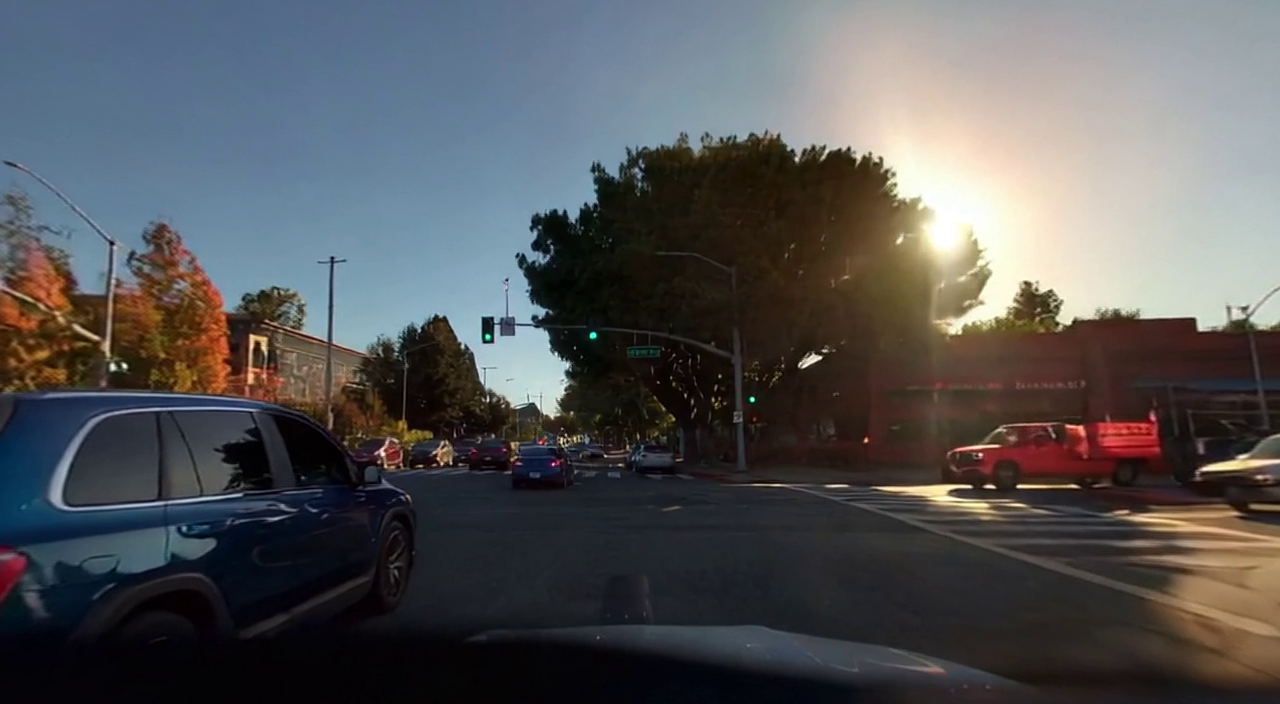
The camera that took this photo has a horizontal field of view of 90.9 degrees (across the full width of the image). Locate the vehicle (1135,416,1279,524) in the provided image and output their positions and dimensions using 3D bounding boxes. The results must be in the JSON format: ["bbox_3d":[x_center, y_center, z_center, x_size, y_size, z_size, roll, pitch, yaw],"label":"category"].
[{"bbox_3d":[11.710,1.977,10.871,4.431,1.663,2.148,0,-8,1],"label":"vehicle"}]

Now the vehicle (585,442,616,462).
[{"bbox_3d":[-3.025,7.761,48.994,2.013,1.474,4.393,0,-8,1],"label":"vehicle"}]

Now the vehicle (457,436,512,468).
[{"bbox_3d":[-9.456,6.148,38.863,2.064,1.799,5.191,0,-8,0],"label":"vehicle"}]

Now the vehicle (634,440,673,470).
[{"bbox_3d":[0.750,6.146,37.647,2.163,1.678,3.846,0,-8,0],"label":"vehicle"}]

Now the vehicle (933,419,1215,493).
[{"bbox_3d":[11.978,2.911,17.865,5.990,1.899,2.683,0,-8,0],"label":"vehicle"}]

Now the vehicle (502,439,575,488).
[{"bbox_3d":[-3.410,3.797,21.740,1.960,1.528,3.490,0,-8,-1],"label":"vehicle"}]

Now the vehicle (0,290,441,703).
[{"bbox_3d":[-3.082,0.971,3.805,2.190,1.766,4.649,0,-8,0],"label":"vehicle"}]
